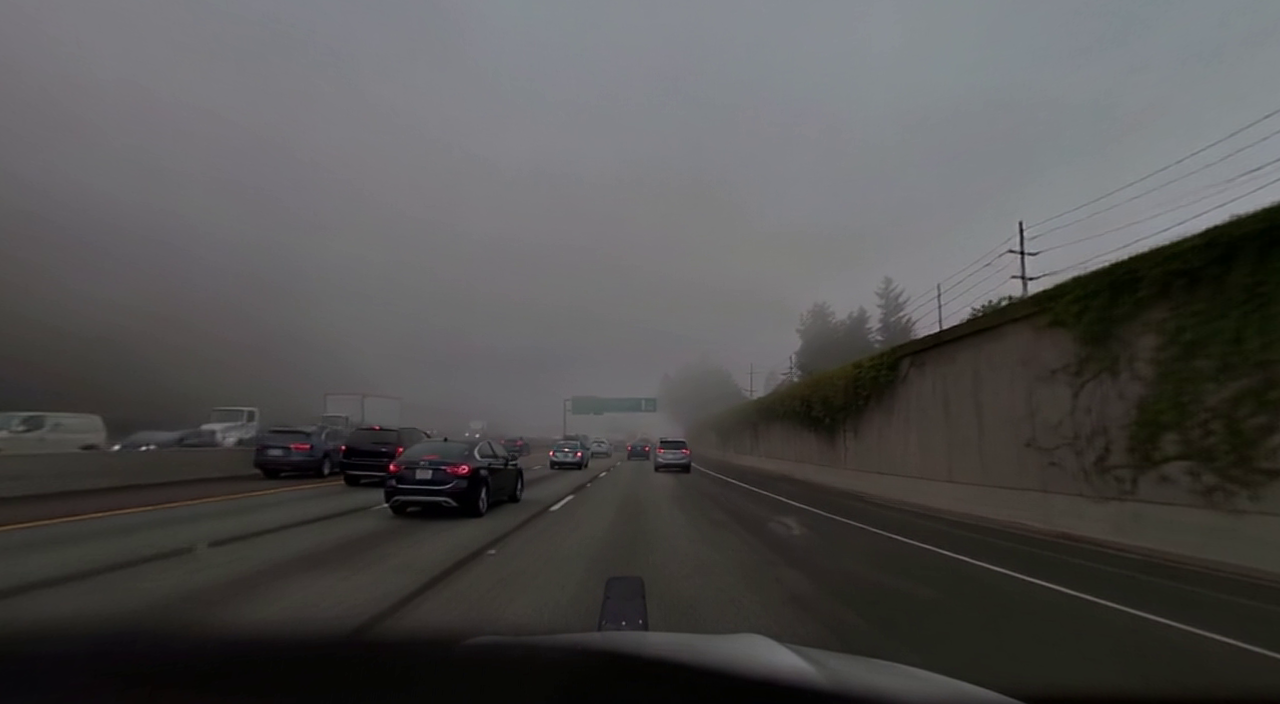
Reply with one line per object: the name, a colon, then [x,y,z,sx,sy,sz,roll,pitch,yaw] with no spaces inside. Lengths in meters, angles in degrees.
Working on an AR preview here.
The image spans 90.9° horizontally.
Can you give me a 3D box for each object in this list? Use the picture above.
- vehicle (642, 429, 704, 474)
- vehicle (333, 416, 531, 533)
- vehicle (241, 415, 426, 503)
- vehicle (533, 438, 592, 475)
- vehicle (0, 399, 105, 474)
vehicle: [1.561,5.150,32.880,2.793,2.132,5.682,0,-8,-1]
vehicle: [-3.487,2.149,11.667,2.026,1.719,4.490,0,-8,1]
vehicle: [-7.234,2.597,15.624,2.222,1.825,4.640,0,-8,0]
vehicle: [-3.450,4.742,28.872,2.049,1.530,4.707,0,-8,1]
vehicle: [-20.224,2.675,20.129,2.134,2.068,4.956,-1,-2,-1]
